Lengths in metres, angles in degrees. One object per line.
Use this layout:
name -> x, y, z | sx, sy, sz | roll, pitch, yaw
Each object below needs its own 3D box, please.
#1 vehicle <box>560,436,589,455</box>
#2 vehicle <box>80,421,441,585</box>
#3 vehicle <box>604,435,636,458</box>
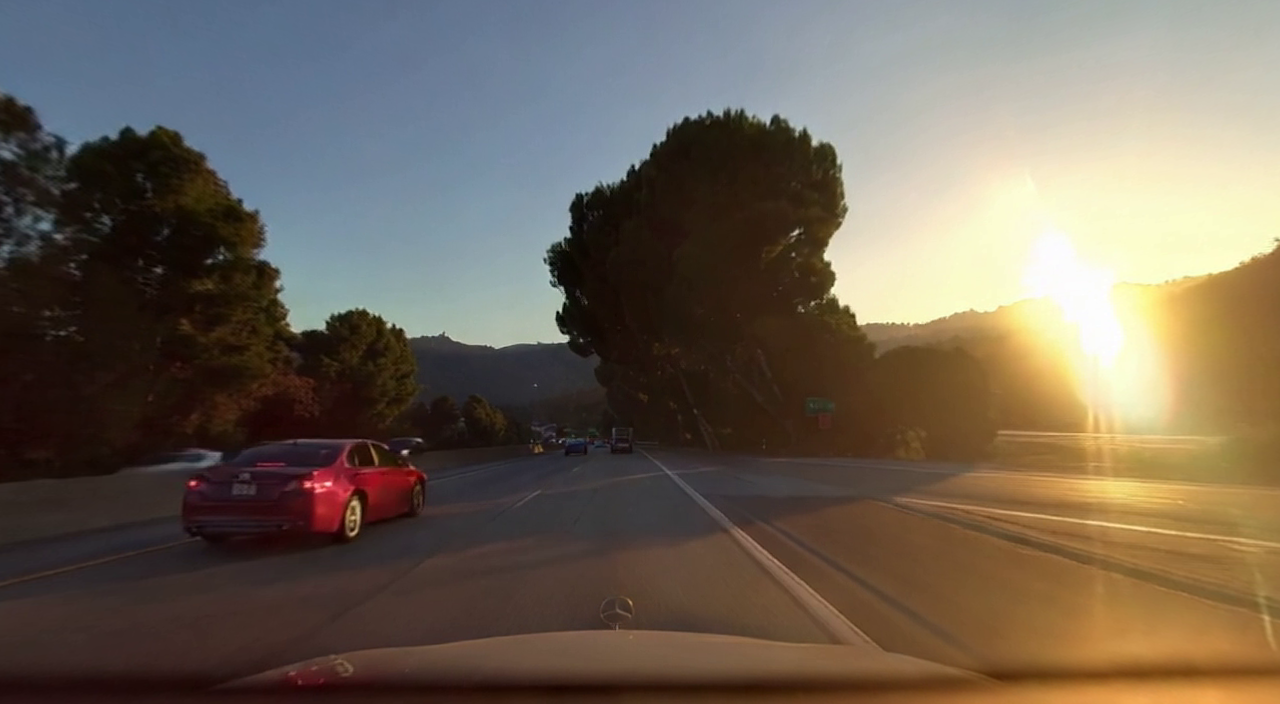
vehicle -> -5.049, 7.253, 48.979 | 1.907, 1.445, 4.049 | 0, -8, -1
vehicle -> -4.115, 1.654, 7.853 | 1.958, 1.477, 4.121 | 0, -8, -1
vehicle -> -1.386, 6.610, 44.267 | 2.162, 1.460, 4.242 | 0, -8, -2
